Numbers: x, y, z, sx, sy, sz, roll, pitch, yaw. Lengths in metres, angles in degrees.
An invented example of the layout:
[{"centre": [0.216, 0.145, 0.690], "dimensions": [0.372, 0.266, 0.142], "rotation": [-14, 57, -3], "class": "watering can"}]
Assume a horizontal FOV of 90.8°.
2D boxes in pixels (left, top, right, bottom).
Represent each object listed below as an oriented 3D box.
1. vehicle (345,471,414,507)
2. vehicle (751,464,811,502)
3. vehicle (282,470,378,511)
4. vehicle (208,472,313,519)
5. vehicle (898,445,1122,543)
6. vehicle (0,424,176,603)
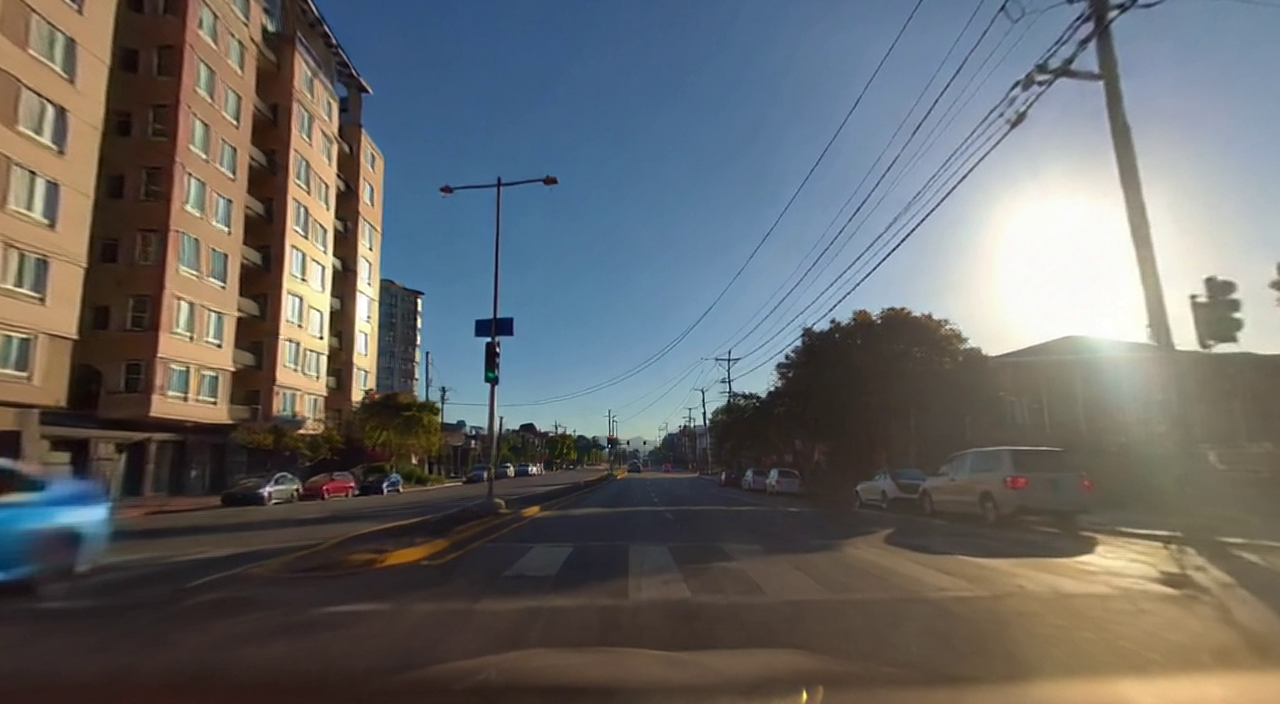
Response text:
[{"centre": [-14.739, 7.733, 36.071], "dimensions": [2.107, 1.771, 4.871], "rotation": [0, -10, -4], "class": "vehicle"}, {"centre": [7.447, 6.959, 33.914], "dimensions": [2.143, 1.731, 4.781], "rotation": [0, -9, 0], "class": "vehicle"}, {"centre": [-14.891, 6.677, 30.732], "dimensions": [2.124, 1.626, 4.908], "rotation": [0, -9, 0], "class": "vehicle"}, {"centre": [-14.759, 5.579, 24.859], "dimensions": [1.879, 1.507, 3.745], "rotation": [0, -9, -2], "class": "vehicle"}, {"centre": [7.514, 2.869, 13.532], "dimensions": [1.996, 1.704, 4.490], "rotation": [0, -9, -1], "class": "vehicle"}, {"centre": [-6.917, 1.468, 5.720], "dimensions": [2.180, 1.608, 4.321], "rotation": [0, -9, -1], "class": "vehicle"}]
